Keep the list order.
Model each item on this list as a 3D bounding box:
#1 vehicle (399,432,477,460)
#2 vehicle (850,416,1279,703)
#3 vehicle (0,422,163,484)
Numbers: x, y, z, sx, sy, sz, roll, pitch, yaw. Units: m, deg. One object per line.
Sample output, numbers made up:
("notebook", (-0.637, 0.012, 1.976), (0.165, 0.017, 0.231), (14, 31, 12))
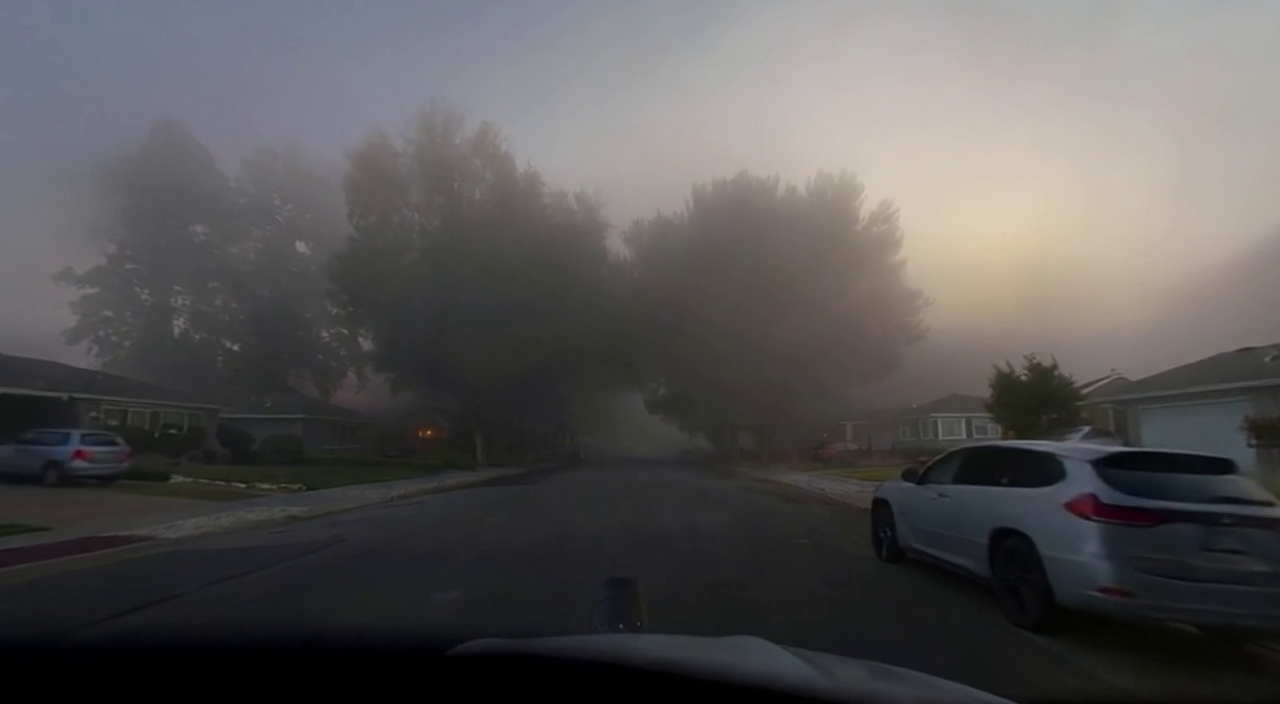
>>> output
("vehicle", (-15.093, 7.104, 47.348), (5.003, 1.805, 2.041), (10, -14, -37))
("vehicle", (3.890, 1.532, 5.979), (2.136, 1.596, 4.790), (0, -9, 0))
("vehicle", (-16.642, 2.826, 17.764), (4.607, 1.573, 2.058), (2, -9, -5))
